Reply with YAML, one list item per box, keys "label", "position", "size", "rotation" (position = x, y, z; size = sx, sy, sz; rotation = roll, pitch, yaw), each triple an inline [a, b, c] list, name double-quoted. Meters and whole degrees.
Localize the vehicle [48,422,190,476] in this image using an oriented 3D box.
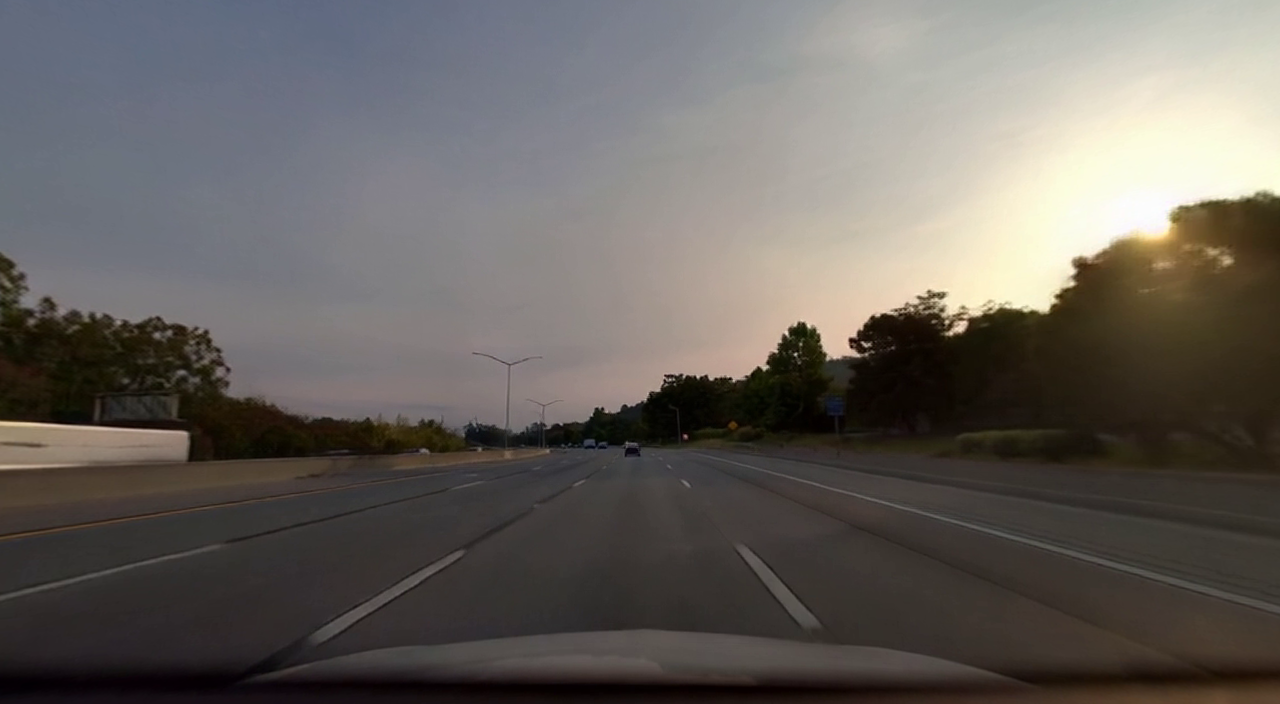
- label: "vehicle"
  position: [-35.304, 6.610, 43.256]
  size: [2.651, 3.367, 7.994]
  rotation: [0, -8, 2]
